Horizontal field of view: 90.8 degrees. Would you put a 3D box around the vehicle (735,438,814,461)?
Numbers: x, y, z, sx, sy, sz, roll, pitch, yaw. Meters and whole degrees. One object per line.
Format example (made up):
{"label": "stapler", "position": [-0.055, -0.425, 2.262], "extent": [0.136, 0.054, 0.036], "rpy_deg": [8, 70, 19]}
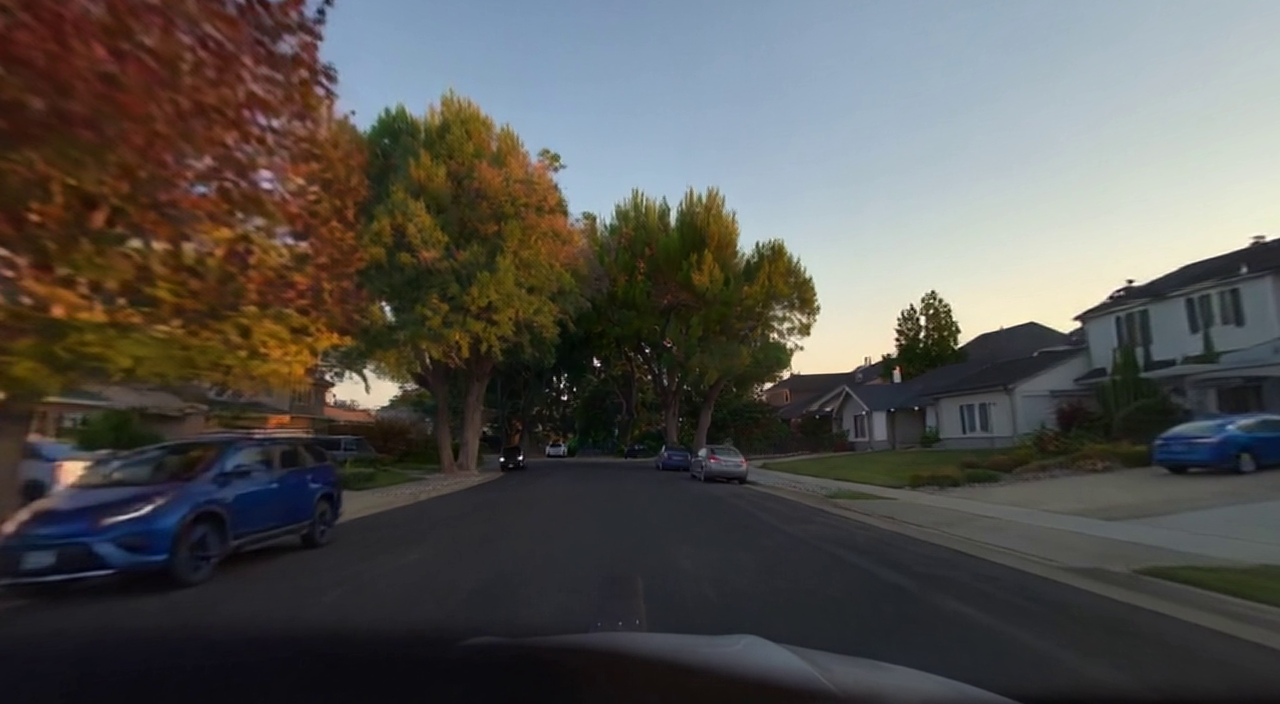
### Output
{"label": "vehicle", "position": [9.117, 6.560, 42.801], "extent": [4.940, 1.477, 2.015], "rpy_deg": [3, -8, -21]}

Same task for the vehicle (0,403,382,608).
{"label": "vehicle", "position": [-5.411, 1.743, 8.284], "extent": [2.215, 1.859, 4.765], "rpy_deg": [1, -8, -3]}

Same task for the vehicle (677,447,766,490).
{"label": "vehicle", "position": [2.997, 4.414, 24.353], "extent": [1.984, 1.437, 4.726], "rpy_deg": [1, -9, -11]}

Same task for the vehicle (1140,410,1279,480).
{"label": "vehicle", "position": [14.414, 2.184, 14.885], "extent": [4.488, 1.454, 1.944], "rpy_deg": [3, -9, -20]}

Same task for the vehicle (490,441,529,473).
{"label": "vehicle", "position": [-8.344, 6.644, 40.225], "extent": [1.976, 1.855, 4.299], "rpy_deg": [3, -8, -16]}
